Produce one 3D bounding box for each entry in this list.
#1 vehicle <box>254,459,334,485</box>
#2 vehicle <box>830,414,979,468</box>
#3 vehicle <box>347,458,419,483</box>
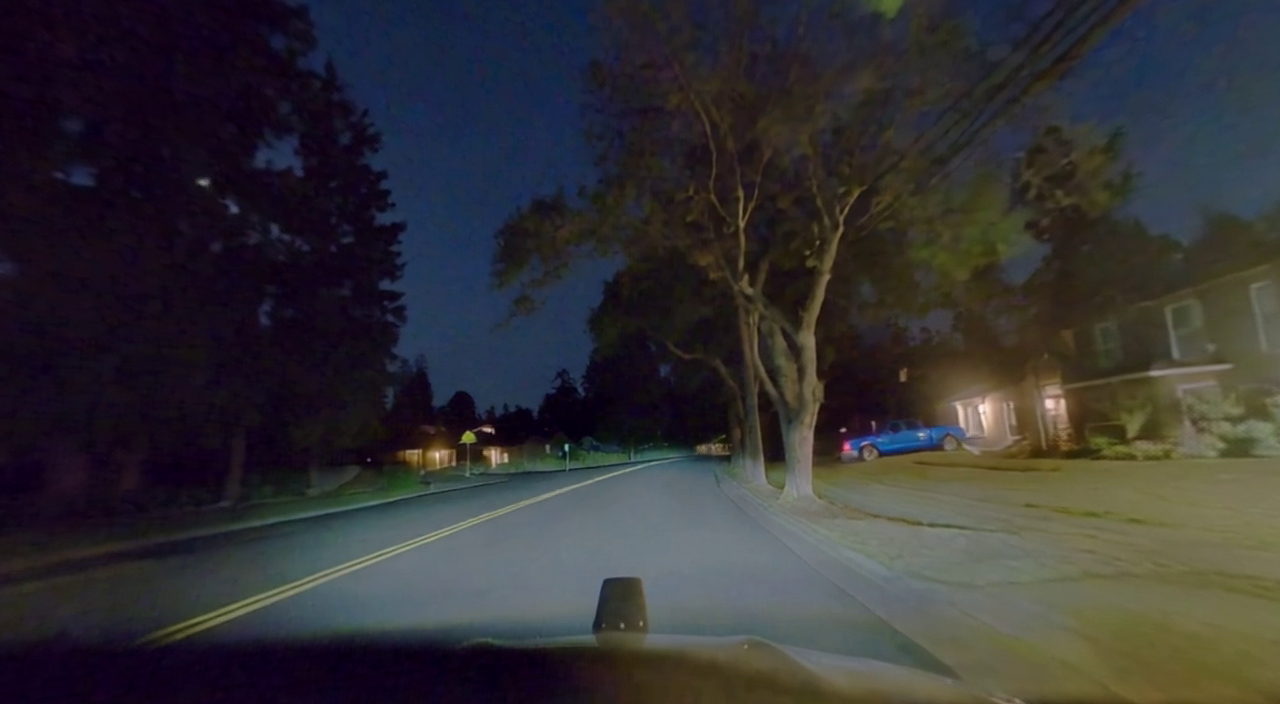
[{"bbox_3d":[-24.822,8.646,45.293,4.751,1.489,2.052,-5,-9,8],"label":"vehicle"},{"bbox_3d":[11.824,4.095,28.630,5.704,1.788,2.095,-7,-11,9],"label":"vehicle"},{"bbox_3d":[-18.052,8.341,44.367,4.270,1.481,1.972,-4,-9,10],"label":"vehicle"}]
